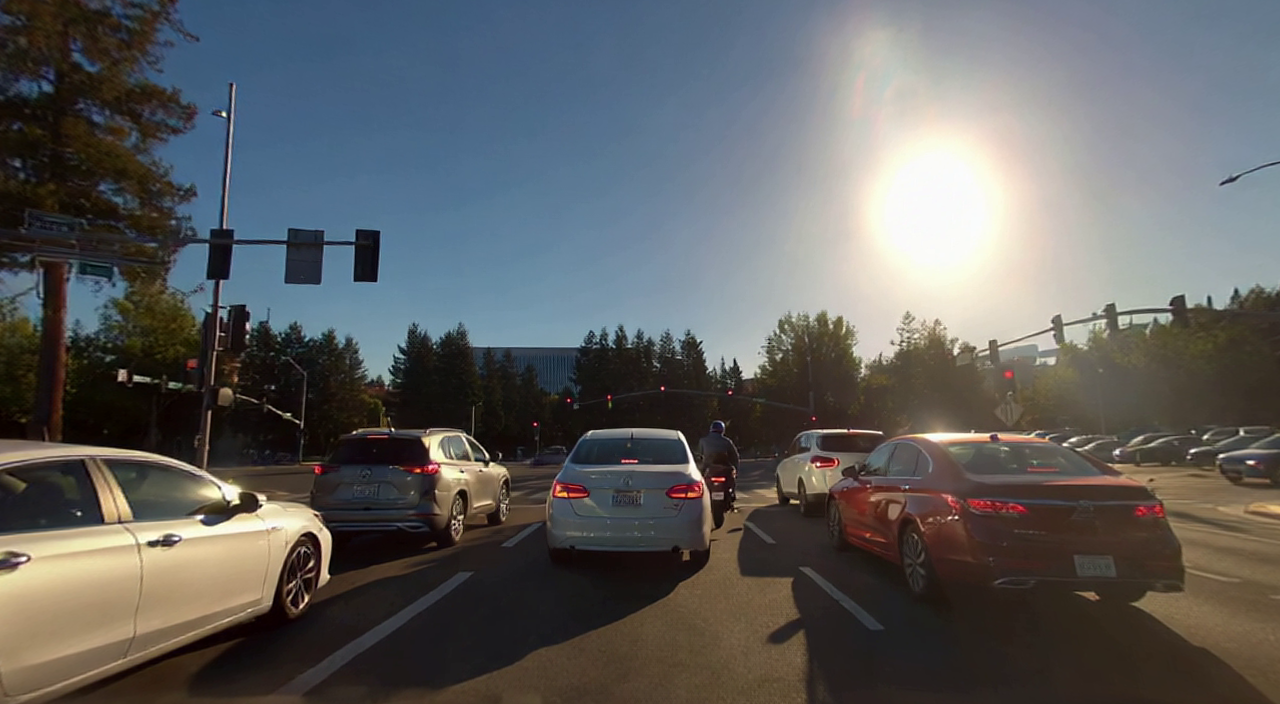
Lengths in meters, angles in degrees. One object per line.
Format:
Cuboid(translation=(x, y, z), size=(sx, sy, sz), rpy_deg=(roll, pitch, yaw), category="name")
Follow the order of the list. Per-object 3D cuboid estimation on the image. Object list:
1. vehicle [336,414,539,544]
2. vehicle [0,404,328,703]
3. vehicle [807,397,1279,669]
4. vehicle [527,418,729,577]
Cuboid(translation=(-3.217, 2.119, 11.164), size=(2.048, 1.805, 4.405), rpy_deg=(0, -8, 1), category="vehicle")
Cuboid(translation=(-3.345, 0.950, 2.369), size=(1.863, 1.495, 4.667), rpy_deg=(0, -8, 2), category="vehicle")
Cuboid(translation=(3.236, 1.443, 6.194), size=(2.006, 1.659, 4.462), rpy_deg=(0, -8, 1), category="vehicle")
Cuboid(translation=(-0.094, 1.802, 8.553), size=(2.106, 1.655, 3.717), rpy_deg=(0, -8, 1), category="vehicle")
